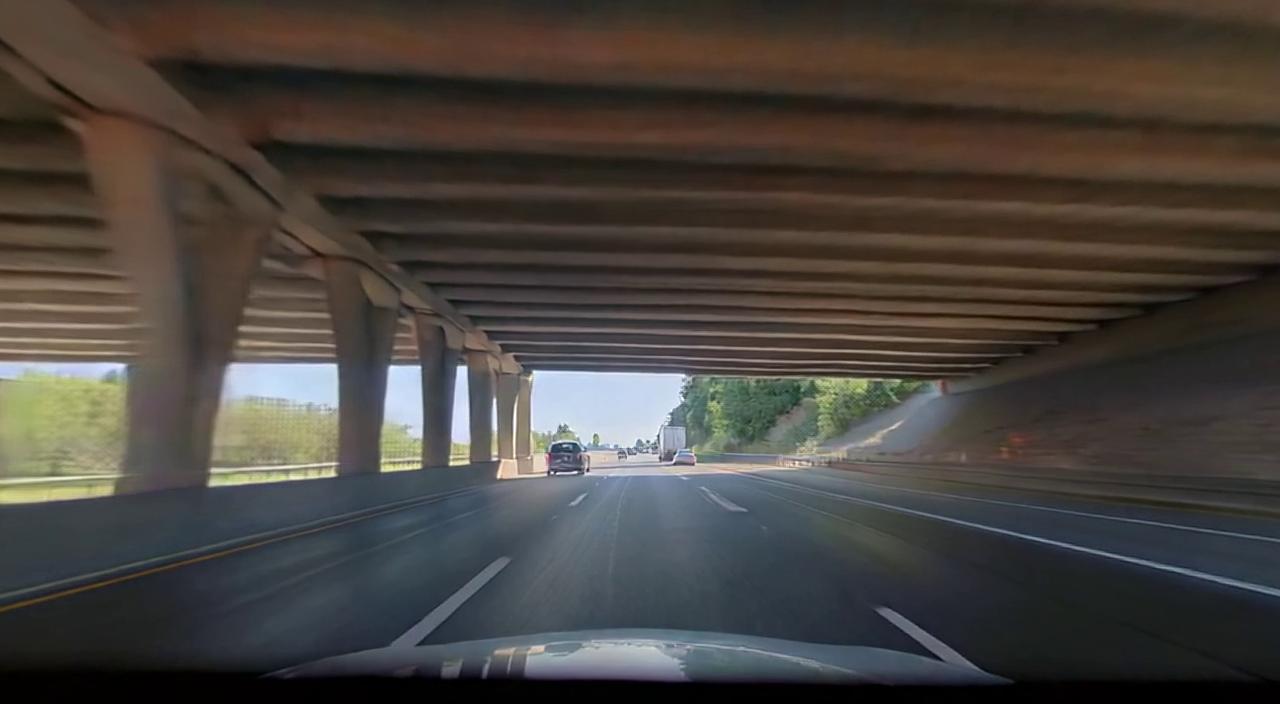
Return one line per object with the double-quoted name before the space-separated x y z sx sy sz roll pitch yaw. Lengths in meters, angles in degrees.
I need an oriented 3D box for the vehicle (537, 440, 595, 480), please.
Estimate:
"vehicle" -3.535 5.279 30.993 2.238 1.792 4.518 0 -9 1
